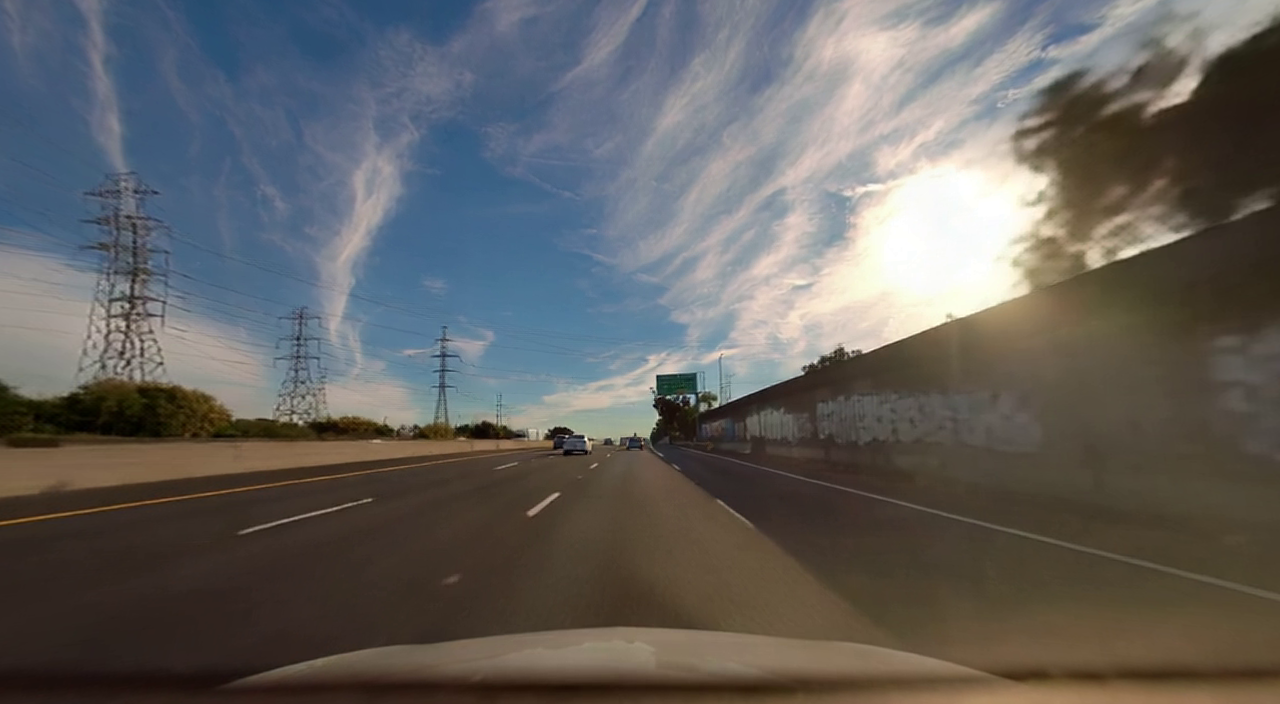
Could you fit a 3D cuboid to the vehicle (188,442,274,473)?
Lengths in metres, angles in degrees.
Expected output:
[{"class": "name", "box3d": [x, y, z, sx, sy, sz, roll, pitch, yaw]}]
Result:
[{"class": "vehicle", "box3d": [-20.576, 5.289, 31.895, 1.810, 1.412, 3.988, 1, -8, -2]}]

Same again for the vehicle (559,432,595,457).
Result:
[{"class": "vehicle", "box3d": [-4.332, 6.470, 44.187, 2.118, 1.640, 4.031, 0, -8, 0]}]
